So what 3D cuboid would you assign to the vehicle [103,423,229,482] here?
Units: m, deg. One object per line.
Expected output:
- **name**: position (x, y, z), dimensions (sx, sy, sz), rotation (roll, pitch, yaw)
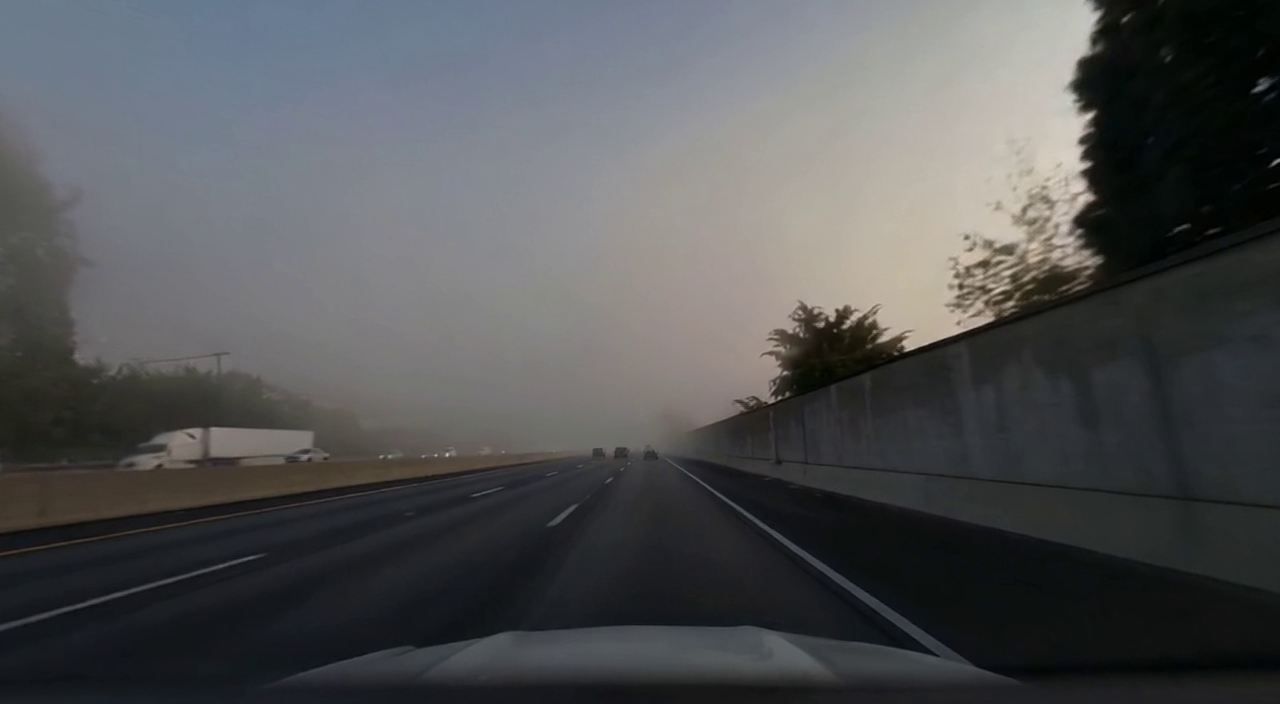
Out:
- **vehicle**: position (-35.860, 7.651, 48.294), dimensions (3.059, 4.015, 8.256), rotation (0, -8, 0)
